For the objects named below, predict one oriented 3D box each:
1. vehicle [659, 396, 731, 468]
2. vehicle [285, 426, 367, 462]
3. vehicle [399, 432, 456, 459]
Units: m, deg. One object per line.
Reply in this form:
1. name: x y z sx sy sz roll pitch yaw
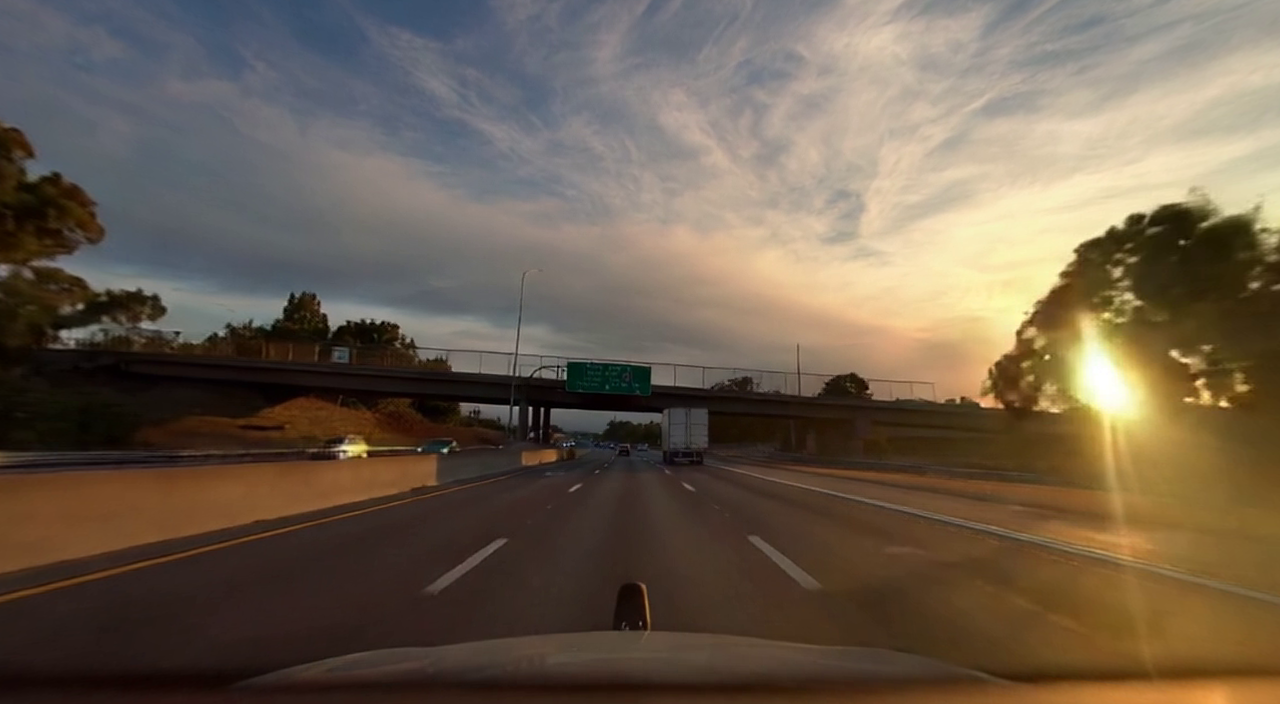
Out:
1. vehicle: 3.485 5.847 44.658 3.323 4.262 14.056 1 -9 -2
2. vehicle: -16.133 4.789 32.655 1.983 1.699 4.341 0 -9 0
3. vehicle: -12.703 5.652 37.943 1.887 1.488 4.397 0 -9 -1
